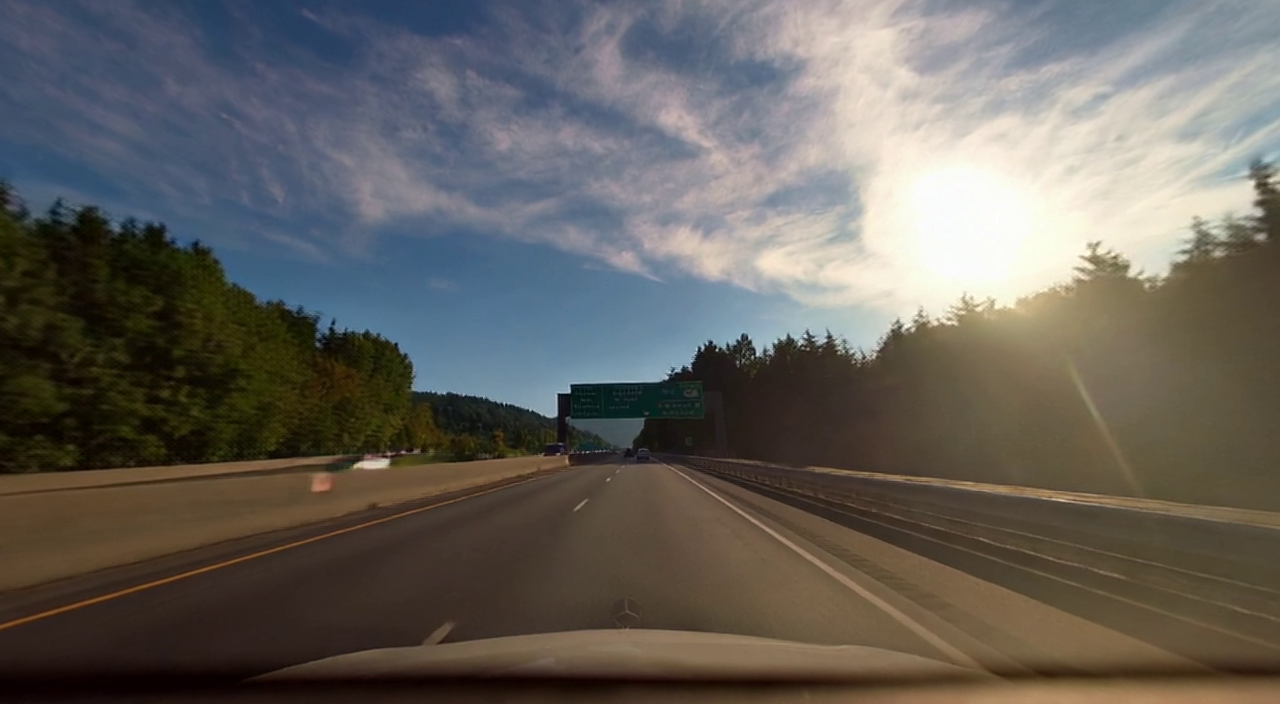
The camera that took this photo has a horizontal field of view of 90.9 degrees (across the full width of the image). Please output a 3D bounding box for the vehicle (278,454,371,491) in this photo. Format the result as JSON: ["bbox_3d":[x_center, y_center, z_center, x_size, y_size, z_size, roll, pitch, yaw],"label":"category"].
[{"bbox_3d":[-13.820,5.278,27.884,1.915,1.471,4.127,0,-9,0],"label":"vehicle"}]
